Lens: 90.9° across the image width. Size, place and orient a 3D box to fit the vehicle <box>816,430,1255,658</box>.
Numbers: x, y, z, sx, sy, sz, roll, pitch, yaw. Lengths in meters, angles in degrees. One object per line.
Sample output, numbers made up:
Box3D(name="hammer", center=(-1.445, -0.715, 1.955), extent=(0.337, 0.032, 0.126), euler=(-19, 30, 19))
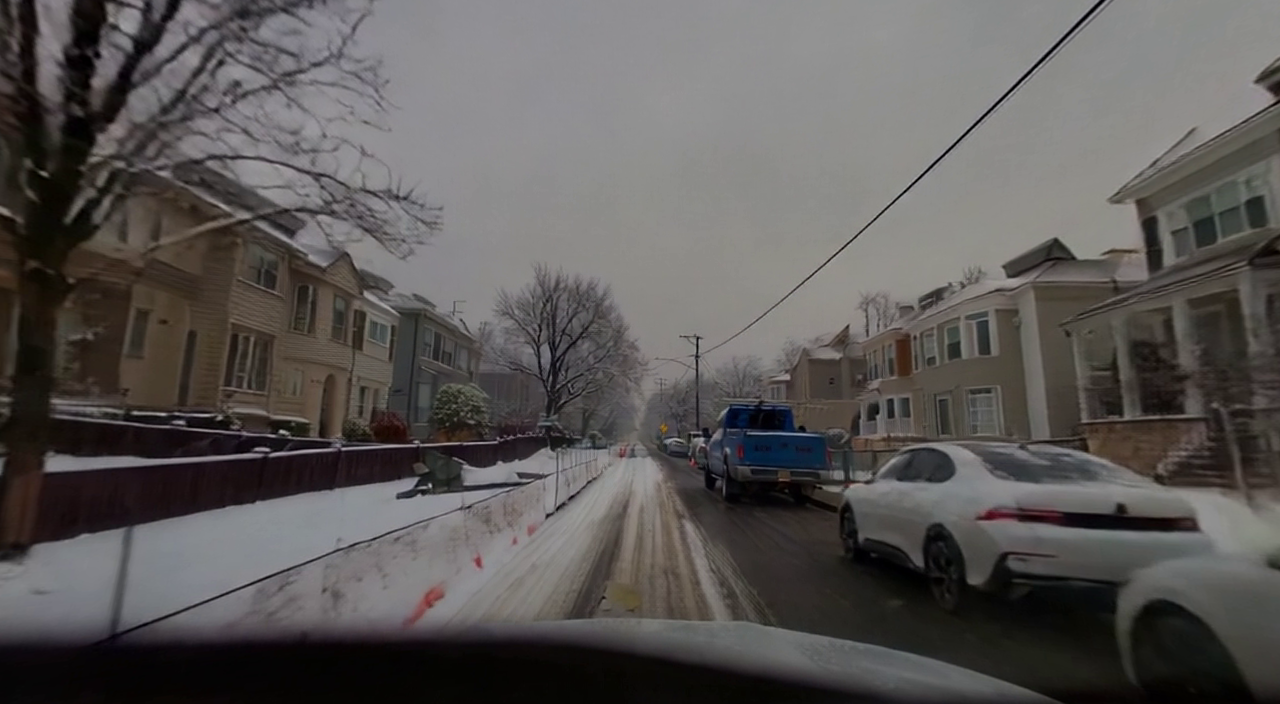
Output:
Box3D(name="vehicle", center=(3.252, 1.577, 6.284), extent=(1.821, 1.530, 3.846), euler=(0, -8, -1))

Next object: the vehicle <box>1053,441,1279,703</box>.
Box3D(name="vehicle", center=(3.414, 0.967, 1.630), extent=(1.805, 1.436, 4.201), euler=(0, -8, 0))

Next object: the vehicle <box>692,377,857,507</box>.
Box3D(name="vehicle", center=(3.164, 2.355, 16.784), extent=(2.879, 2.801, 6.142), euler=(0, -8, -1))
